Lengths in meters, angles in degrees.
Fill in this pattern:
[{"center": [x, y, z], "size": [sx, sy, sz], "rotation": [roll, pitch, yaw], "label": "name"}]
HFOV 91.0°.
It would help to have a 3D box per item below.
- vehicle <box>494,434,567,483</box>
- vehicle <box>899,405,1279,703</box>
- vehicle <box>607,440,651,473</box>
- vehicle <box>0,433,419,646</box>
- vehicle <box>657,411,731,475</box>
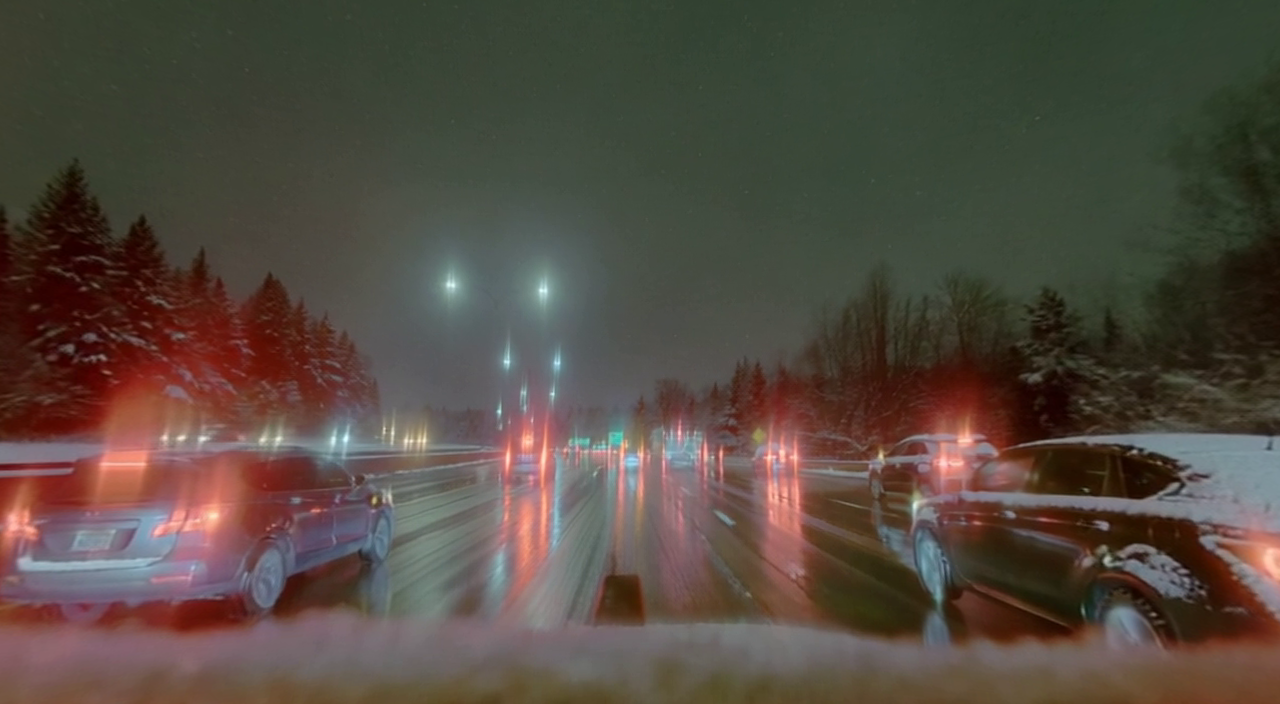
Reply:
[{"center": [-4.371, 4.352, 26.029], "size": [2.176, 1.783, 4.799], "rotation": [0, -9, 0], "label": "vehicle"}, {"center": [3.136, 1.067, 2.930], "size": [2.031, 1.504, 4.327], "rotation": [0, -9, 0], "label": "vehicle"}, {"center": [-0.614, 5.678, 34.330], "size": [2.235, 1.682, 4.094], "rotation": [0, -9, -1], "label": "vehicle"}, {"center": [-4.077, 1.607, 6.502], "size": [1.947, 1.424, 4.264], "rotation": [0, -9, 1], "label": "vehicle"}, {"center": [2.937, 5.602, 38.636], "size": [3.426, 3.279, 12.313], "rotation": [0, -9, 0], "label": "vehicle"}]
